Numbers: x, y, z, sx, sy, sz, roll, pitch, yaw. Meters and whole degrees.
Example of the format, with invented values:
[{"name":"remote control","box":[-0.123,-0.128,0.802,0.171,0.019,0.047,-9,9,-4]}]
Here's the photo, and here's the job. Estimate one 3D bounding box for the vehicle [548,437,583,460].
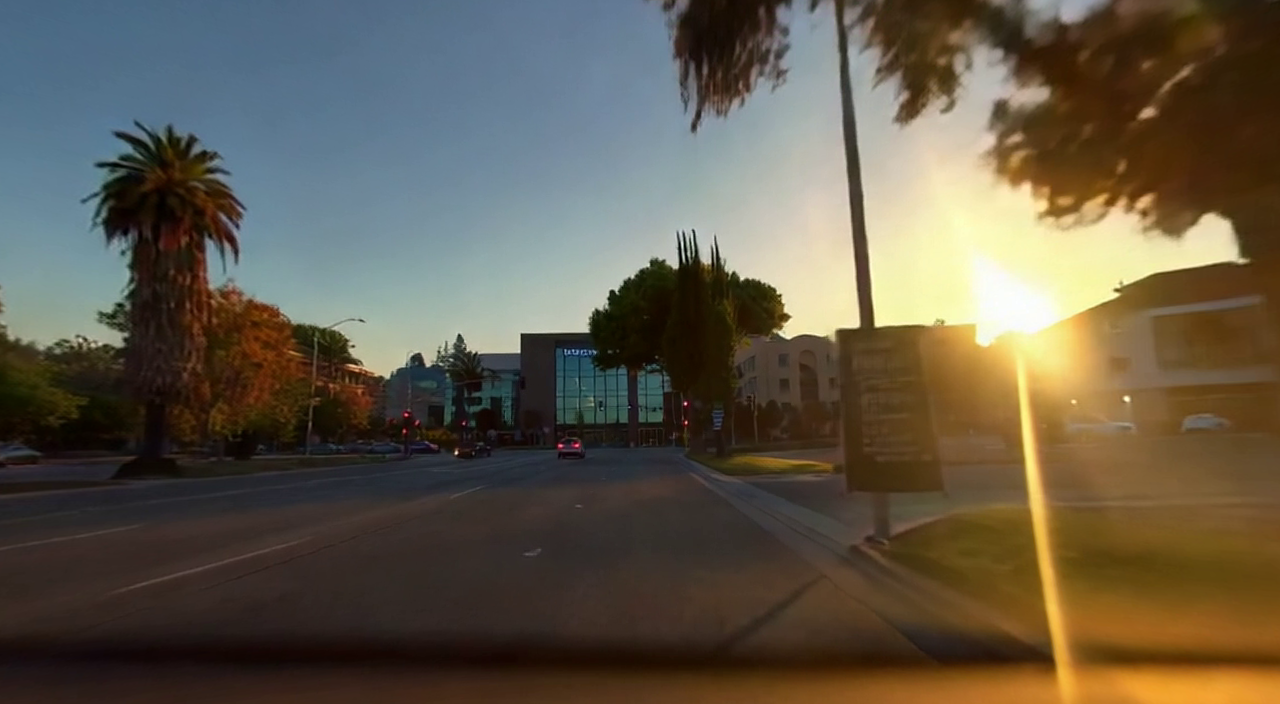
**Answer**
[{"name":"vehicle","box":[-5.888,7.649,49.964,2.121,1.731,4.707,0,-8,1]}]
